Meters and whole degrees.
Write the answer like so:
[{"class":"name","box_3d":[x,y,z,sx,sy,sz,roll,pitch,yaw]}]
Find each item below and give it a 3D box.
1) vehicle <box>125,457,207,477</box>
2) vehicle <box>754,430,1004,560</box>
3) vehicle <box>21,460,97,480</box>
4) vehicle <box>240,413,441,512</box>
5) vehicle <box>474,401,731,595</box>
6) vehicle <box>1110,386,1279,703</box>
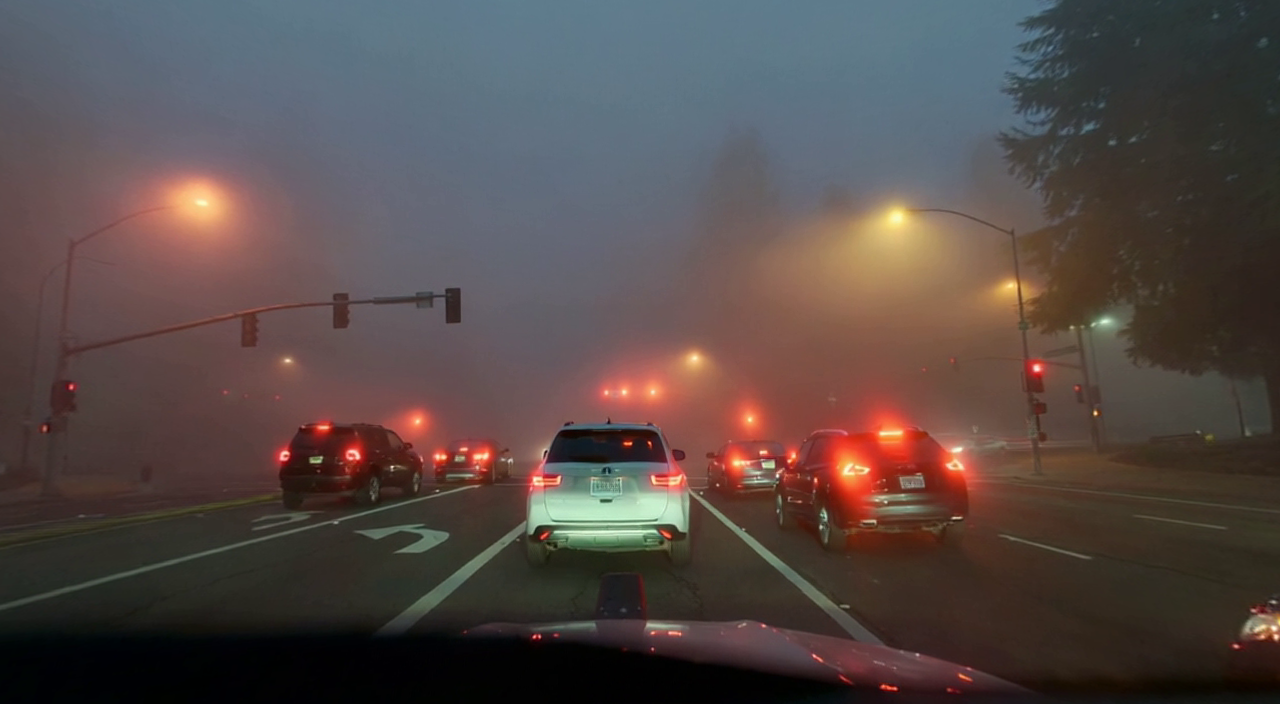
[{"class":"vehicle","box_3d":[-37.325,9.056,49.469,4.914,1.487,1.850,0,-8,0]},{"class":"vehicle","box_3d":[3.150,1.972,9.485,1.971,1.473,4.495,0,-8,0]},{"class":"vehicle","box_3d":[-45.686,9.277,49.394,4.232,1.498,1.791,0,-8,1]},{"class":"vehicle","box_3d":[-6.735,2.560,14.996,2.214,1.953,5.017,0,-8,1]},{"class":"vehicle","box_3d":[-0.319,1.590,7.636,2.256,1.694,4.055,0,-8,0]},{"class":"vehicle","box_3d":[3.300,0.674,0.835,1.980,1.515,4.362,0,-8,1]}]
